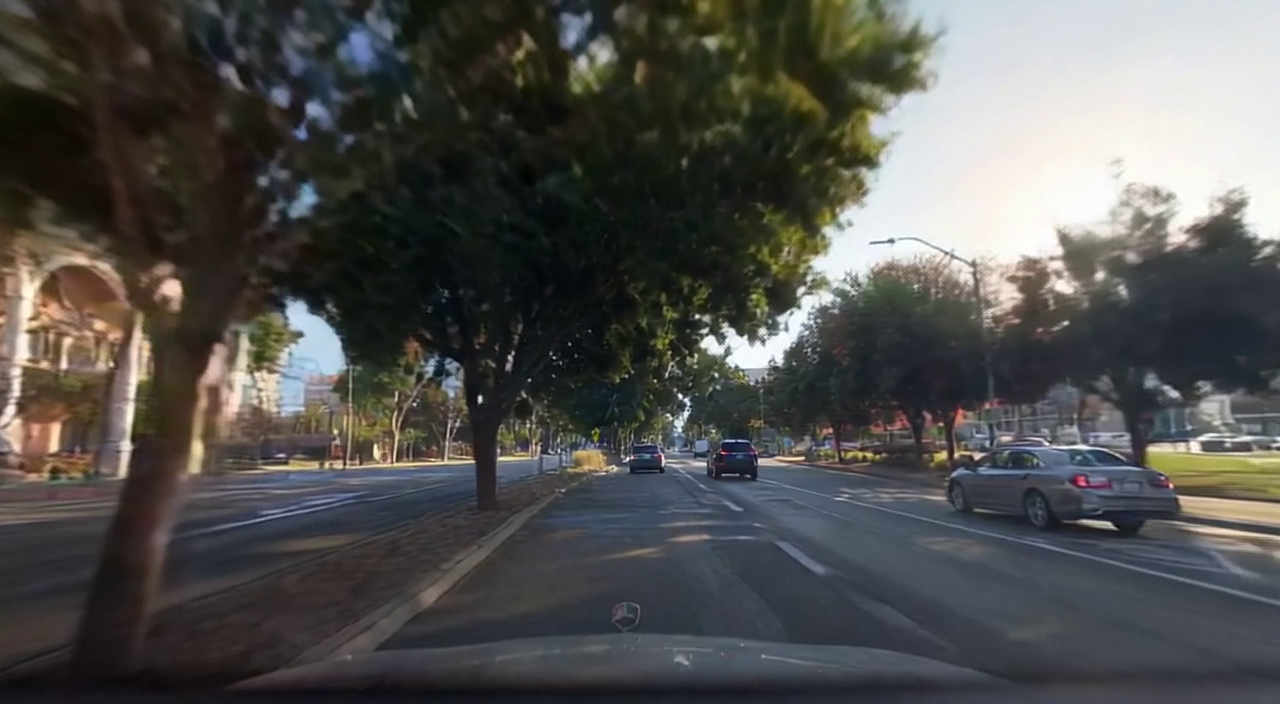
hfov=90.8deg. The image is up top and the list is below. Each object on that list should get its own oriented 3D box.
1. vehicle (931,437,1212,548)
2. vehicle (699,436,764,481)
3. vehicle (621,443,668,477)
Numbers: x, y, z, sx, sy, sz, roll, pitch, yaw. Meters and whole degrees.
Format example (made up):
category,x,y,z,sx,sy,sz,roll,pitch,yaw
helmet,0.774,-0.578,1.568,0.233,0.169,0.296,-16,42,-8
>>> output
category,x,y,z,sx,sy,sz,roll,pitch,yaw
vehicle,7.021,2.290,10.994,1.868,1.472,4.274,2,-9,0
vehicle,3.802,4.527,27.060,2.036,1.757,4.300,0,-9,-1
vehicle,0.227,4.972,29.241,2.054,1.446,3.969,0,-9,1
